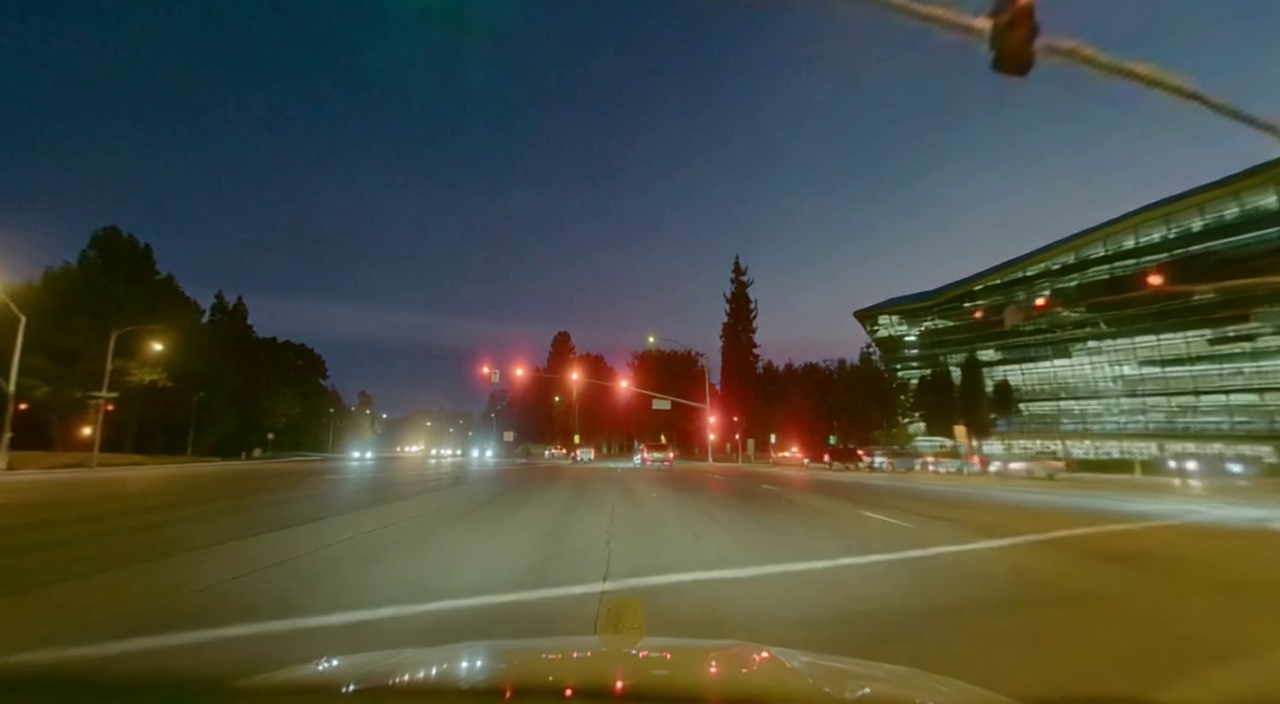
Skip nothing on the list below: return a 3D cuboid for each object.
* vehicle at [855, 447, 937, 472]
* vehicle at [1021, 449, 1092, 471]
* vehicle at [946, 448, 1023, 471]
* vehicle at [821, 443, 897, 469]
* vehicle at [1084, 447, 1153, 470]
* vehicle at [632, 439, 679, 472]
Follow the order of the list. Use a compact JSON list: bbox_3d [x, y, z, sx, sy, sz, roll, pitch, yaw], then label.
[{"bbox_3d":[15.623,6.505,38.506,4.538,1.417,1.948,4,-9,-24],"label":"vehicle"},{"bbox_3d":[29.263,7.577,44.363,4.427,1.475,1.897,4,-9,-23],"label":"vehicle"},{"bbox_3d":[22.868,7.094,41.944,4.570,1.455,1.976,4,-9,-23],"label":"vehicle"},{"bbox_3d":[14.722,6.966,42.464,4.501,1.631,2.165,4,-9,-23],"label":"vehicle"},{"bbox_3d":[35.835,7.946,47.271,4.589,1.634,1.883,4,-9,-22],"label":"vehicle"},{"bbox_3d":[0.801,5.685,34.862,2.024,1.724,3.928,1,-9,-7],"label":"vehicle"}]
